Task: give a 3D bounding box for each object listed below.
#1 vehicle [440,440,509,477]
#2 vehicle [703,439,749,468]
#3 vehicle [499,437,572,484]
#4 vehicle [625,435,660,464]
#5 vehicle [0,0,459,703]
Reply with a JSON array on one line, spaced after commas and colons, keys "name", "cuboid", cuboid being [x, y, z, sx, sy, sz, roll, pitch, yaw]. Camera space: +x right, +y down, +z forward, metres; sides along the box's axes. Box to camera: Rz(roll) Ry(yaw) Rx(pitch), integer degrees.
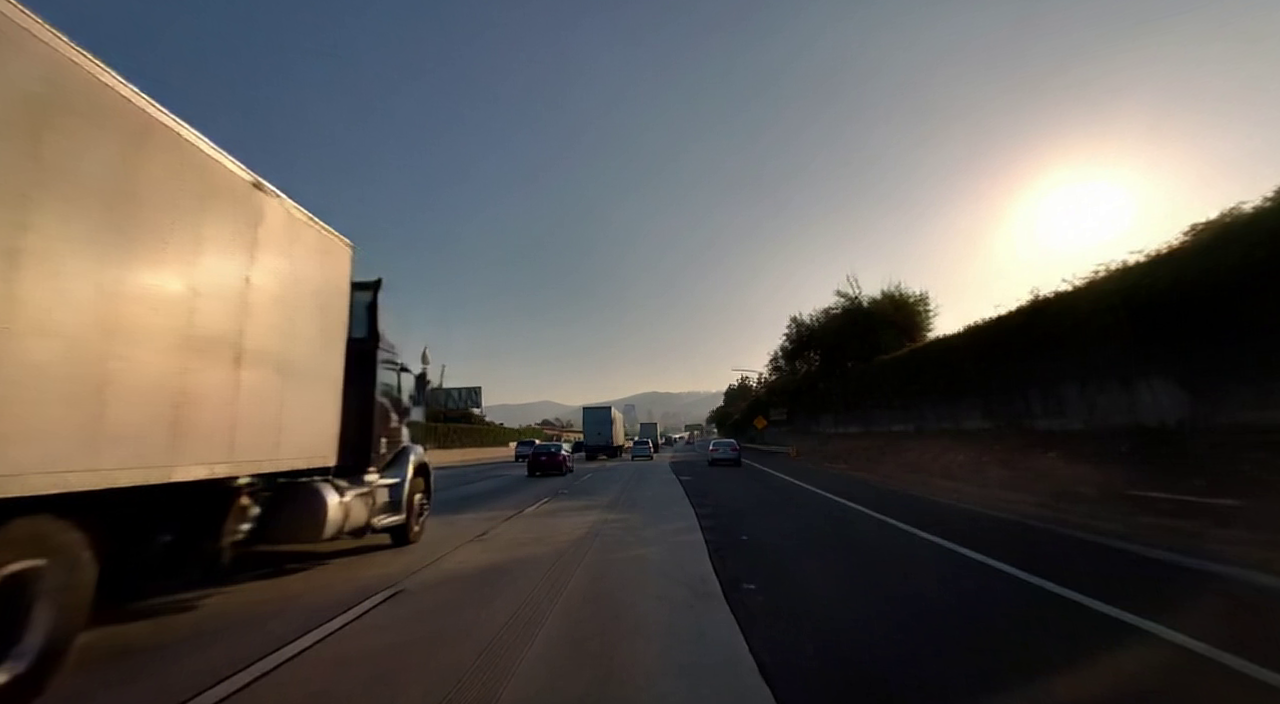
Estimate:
[{"name": "vehicle", "cuboid": [-7.525, 4.874, 29.059, 1.967, 1.555, 4.161, 0, -8, 1]}, {"name": "vehicle", "cuboid": [4.701, 5.588, 34.942, 2.176, 1.493, 3.955, -1, -8, 3]}, {"name": "vehicle", "cuboid": [-3.803, 4.024, 23.773, 1.866, 1.568, 4.603, 0, -8, 2]}, {"name": "vehicle", "cuboid": [0.174, 6.634, 43.121, 2.325, 1.864, 4.128, 0, -8, 0]}, {"name": "vehicle", "cuboid": [-3.950, 0.173, 3.741, 3.123, 3.341, 7.669, -1, -8, 3]}]
